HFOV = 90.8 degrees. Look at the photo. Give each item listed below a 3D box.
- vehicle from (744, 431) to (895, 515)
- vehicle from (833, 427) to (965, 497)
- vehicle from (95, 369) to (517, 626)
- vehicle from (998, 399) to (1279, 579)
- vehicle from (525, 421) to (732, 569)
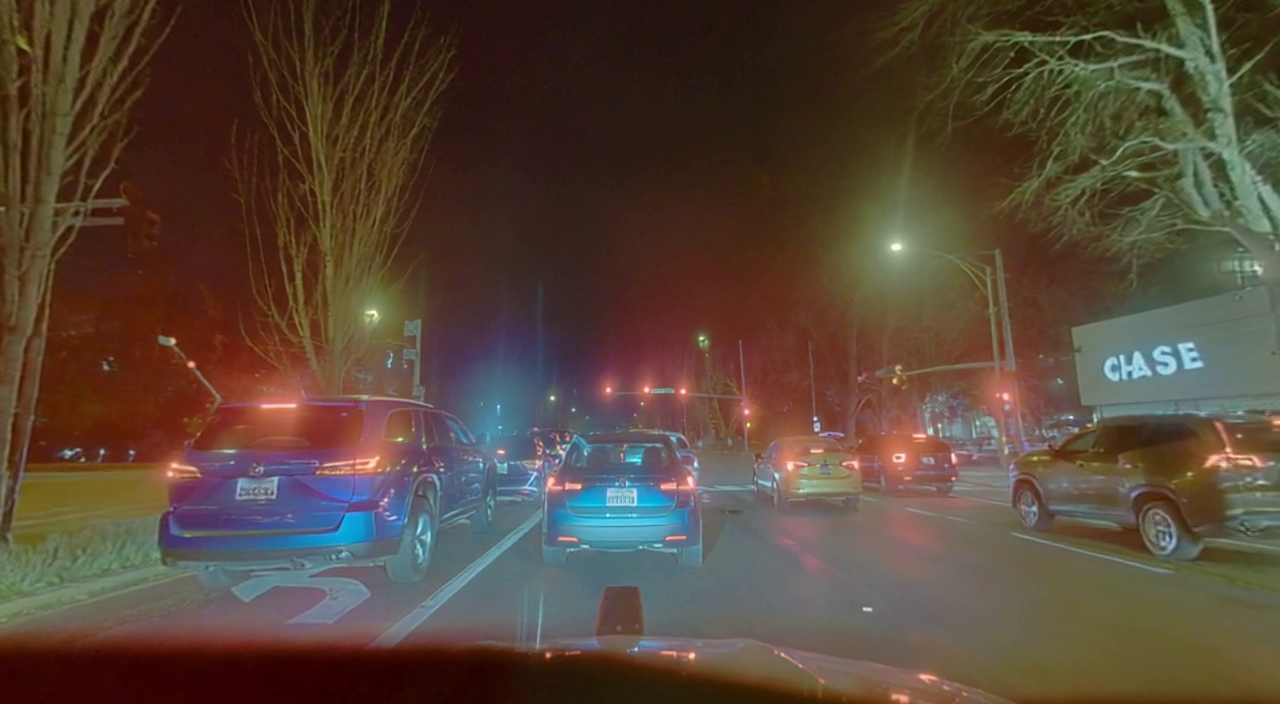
[{"bbox_3d":[3.591,2.501,13.594,1.861,1.473,4.393,0,-8,-1],"label":"vehicle"},{"bbox_3d":[7.035,3.026,17.701,1.894,1.693,4.110,0,-8,-1],"label":"vehicle"},{"bbox_3d":[-2.852,1.384,6.969,2.064,1.825,4.760,0,-8,-1],"label":"vehicle"},{"bbox_3d":[7.241,1.668,8.432,2.068,1.731,4.752,0,-8,-1],"label":"vehicle"},{"bbox_3d":[-0.152,1.748,8.461,2.097,1.480,4.006,0,-8,-1],"label":"vehicle"}]
